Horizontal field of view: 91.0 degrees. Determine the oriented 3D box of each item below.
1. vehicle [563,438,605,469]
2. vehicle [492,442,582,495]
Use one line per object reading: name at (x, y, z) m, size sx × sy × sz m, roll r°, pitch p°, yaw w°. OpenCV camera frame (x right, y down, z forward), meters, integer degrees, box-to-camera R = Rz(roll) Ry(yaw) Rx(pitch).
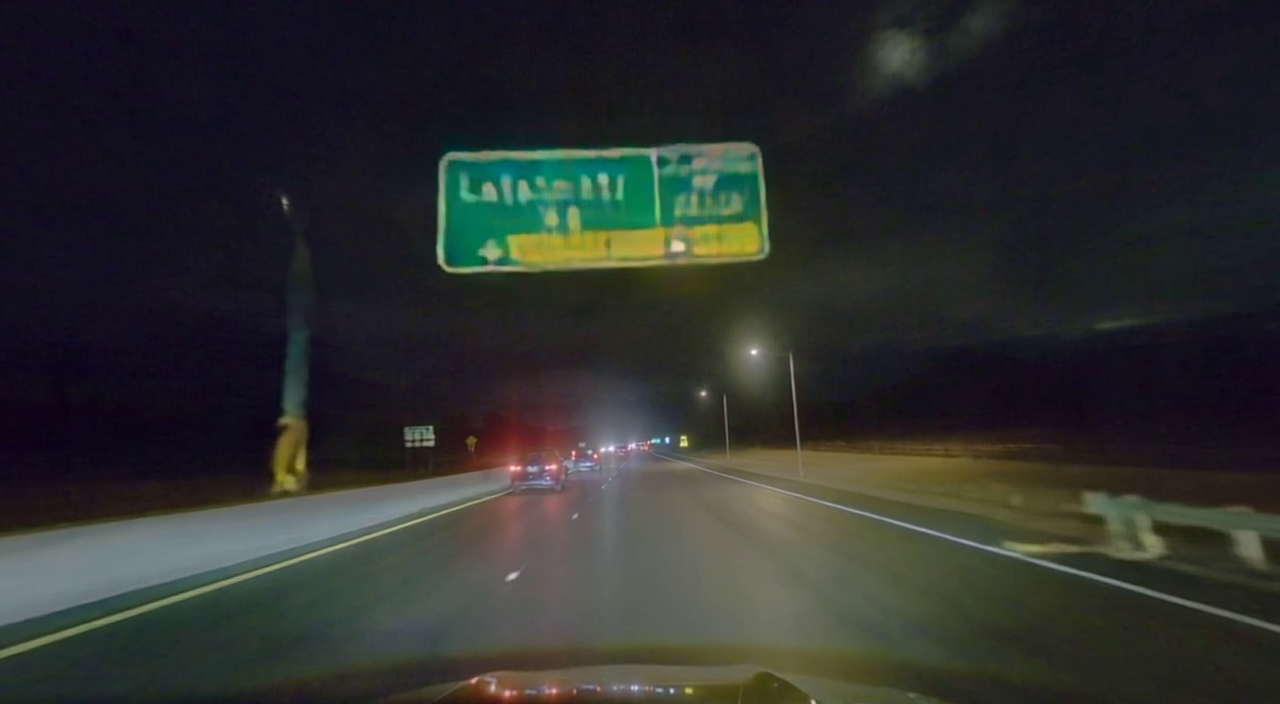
vehicle at (-3.458, 6.357, 39.492) m, size 2.177 × 1.852 × 4.427 m, roll 0°, pitch -9°, yaw 1°
vehicle at (-3.191, 3.725, 20.537) m, size 2.044 × 1.527 × 4.607 m, roll 0°, pitch -9°, yaw 1°
